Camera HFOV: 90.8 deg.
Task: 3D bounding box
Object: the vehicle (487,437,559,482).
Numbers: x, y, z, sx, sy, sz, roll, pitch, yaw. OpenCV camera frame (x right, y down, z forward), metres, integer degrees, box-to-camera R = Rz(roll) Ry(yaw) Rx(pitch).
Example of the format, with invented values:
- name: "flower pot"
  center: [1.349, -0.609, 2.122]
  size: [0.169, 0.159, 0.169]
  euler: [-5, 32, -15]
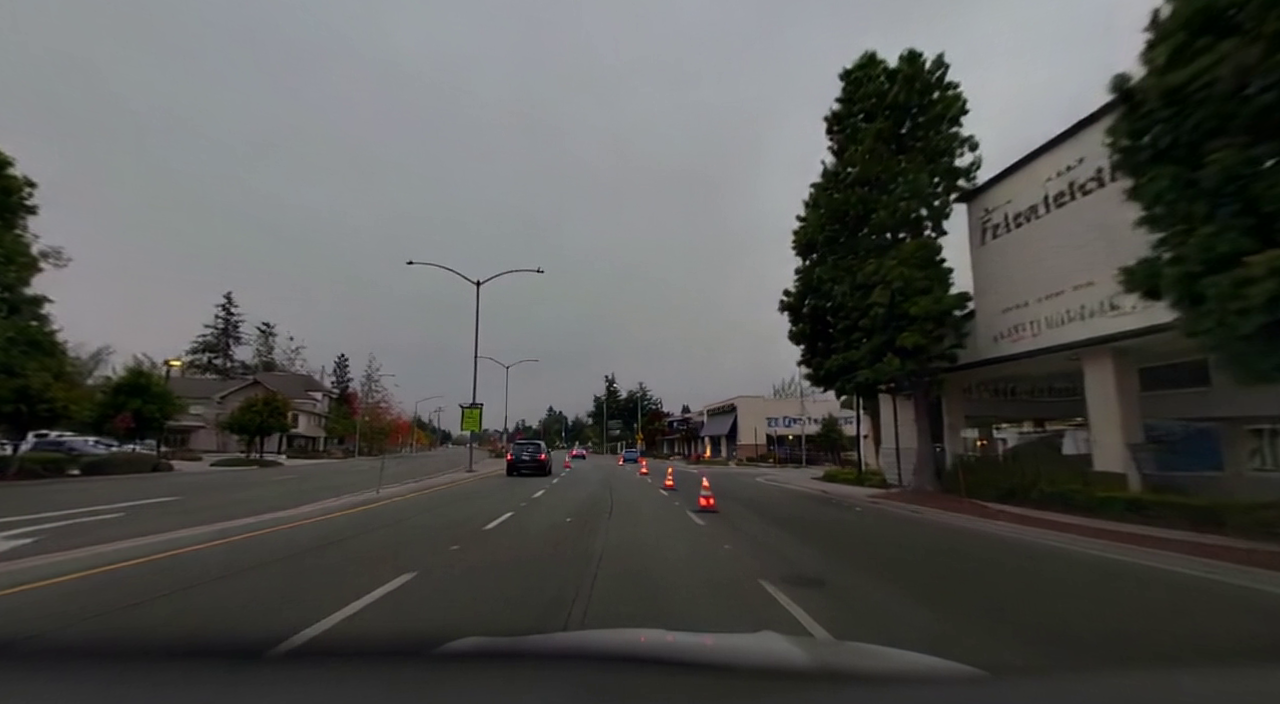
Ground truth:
- name: "vehicle"
  center: [-4.747, 4.440, 26.341]
  size: [2.381, 1.721, 4.186]
  euler: [0, -9, -3]
